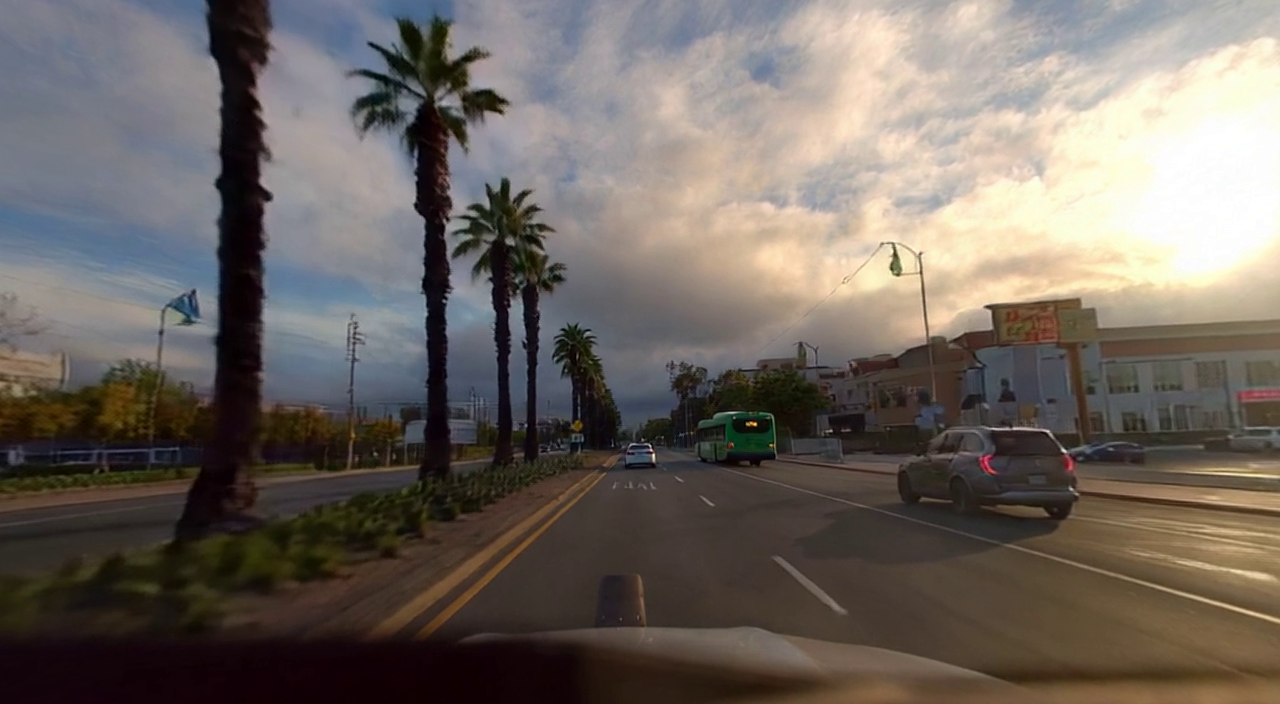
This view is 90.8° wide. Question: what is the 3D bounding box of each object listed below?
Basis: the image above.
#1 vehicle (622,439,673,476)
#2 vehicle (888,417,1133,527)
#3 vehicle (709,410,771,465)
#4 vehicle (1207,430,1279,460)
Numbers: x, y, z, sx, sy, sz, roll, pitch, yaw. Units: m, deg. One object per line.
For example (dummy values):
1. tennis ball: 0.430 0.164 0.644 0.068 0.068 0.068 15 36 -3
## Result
1. vehicle: 0.285 4.609 27.692 2.065 1.477 4.306 0 -9 0
2. vehicle: 6.506 2.151 11.814 2.031 1.670 4.154 0 -9 0
3. vehicle: 6.766 6.059 44.244 2.795 3.383 9.287 0 -9 0
4. vehicle: 35.584 5.310 36.075 1.908 1.637 4.765 -2 -9 0
